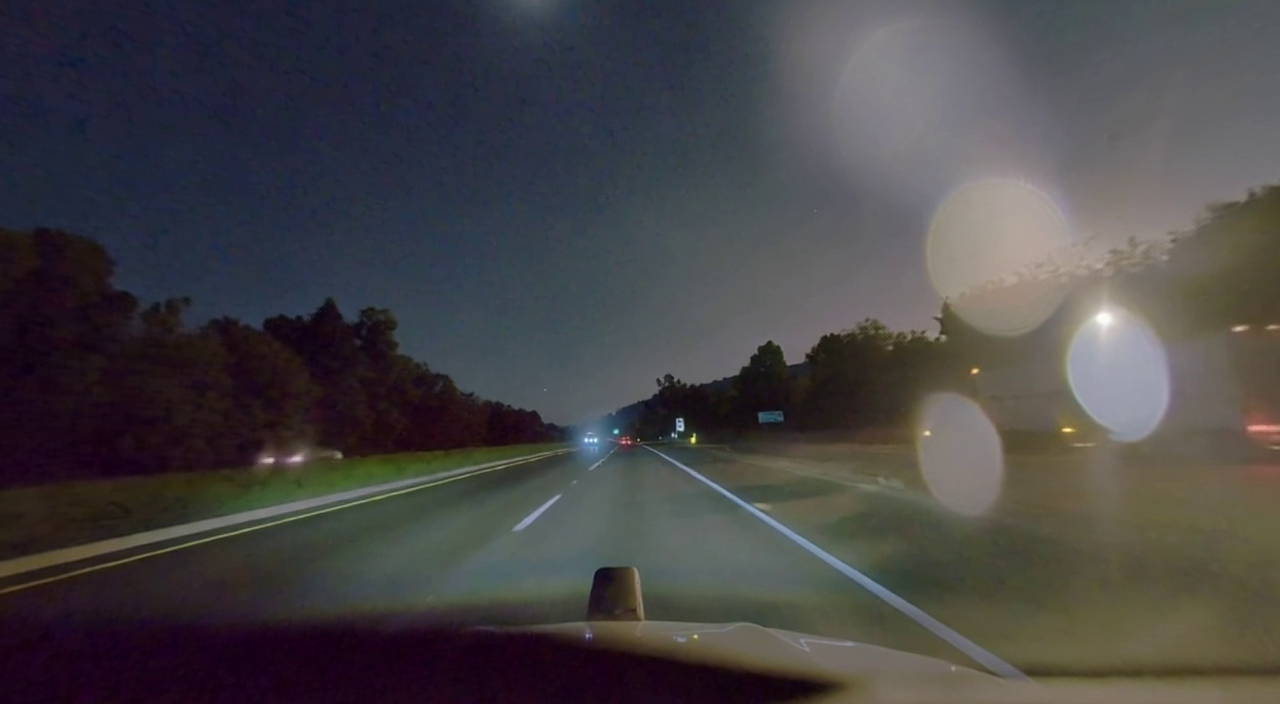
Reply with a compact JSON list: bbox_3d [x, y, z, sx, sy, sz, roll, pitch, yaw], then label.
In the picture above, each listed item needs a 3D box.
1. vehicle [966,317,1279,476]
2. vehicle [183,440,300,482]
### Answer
[{"bbox_3d":[18.124,2.038,23.318,3.442,4.212,13.752,1,-8,-6],"label":"vehicle"},{"bbox_3d":[-16.479,4.486,26.399,1.892,1.558,4.629,0,-8,-1],"label":"vehicle"}]
